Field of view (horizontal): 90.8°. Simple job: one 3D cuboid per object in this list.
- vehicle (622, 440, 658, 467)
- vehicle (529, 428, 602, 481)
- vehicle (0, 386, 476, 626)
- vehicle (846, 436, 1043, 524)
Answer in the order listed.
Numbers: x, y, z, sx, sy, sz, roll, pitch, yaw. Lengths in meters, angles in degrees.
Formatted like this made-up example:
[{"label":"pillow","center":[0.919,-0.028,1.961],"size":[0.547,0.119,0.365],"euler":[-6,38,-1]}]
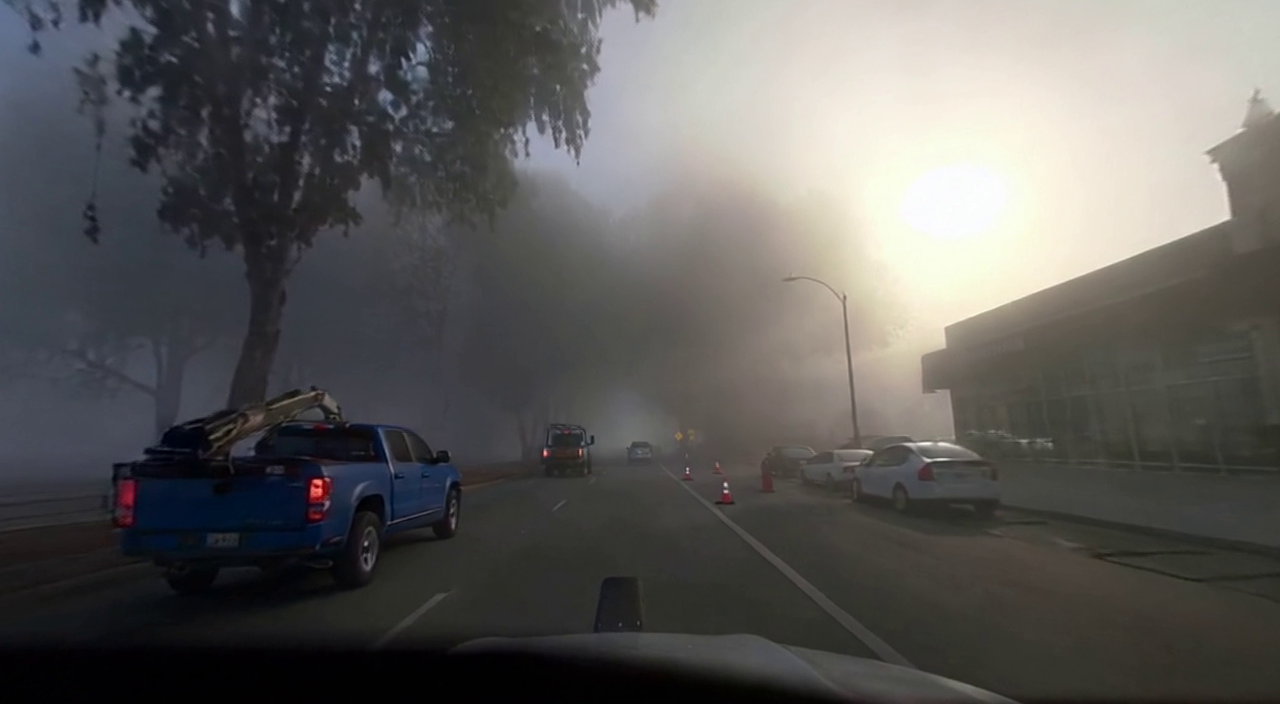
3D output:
[{"label":"vehicle","center":[-0.074,7.107,44.304],"size":[2.413,1.748,4.406],"euler":[0,-8,-2]},{"label":"vehicle","center":[-3.124,4.475,27.813],"size":[2.424,2.063,5.678],"euler":[0,-8,1]},{"label":"vehicle","center":[-3.590,1.474,7.002],"size":[2.327,1.775,4.430],"euler":[0,-8,0]},{"label":"vehicle","center":[6.055,2.567,13.339],"size":[2.045,1.505,4.615],"euler":[-1,-8,3]}]
